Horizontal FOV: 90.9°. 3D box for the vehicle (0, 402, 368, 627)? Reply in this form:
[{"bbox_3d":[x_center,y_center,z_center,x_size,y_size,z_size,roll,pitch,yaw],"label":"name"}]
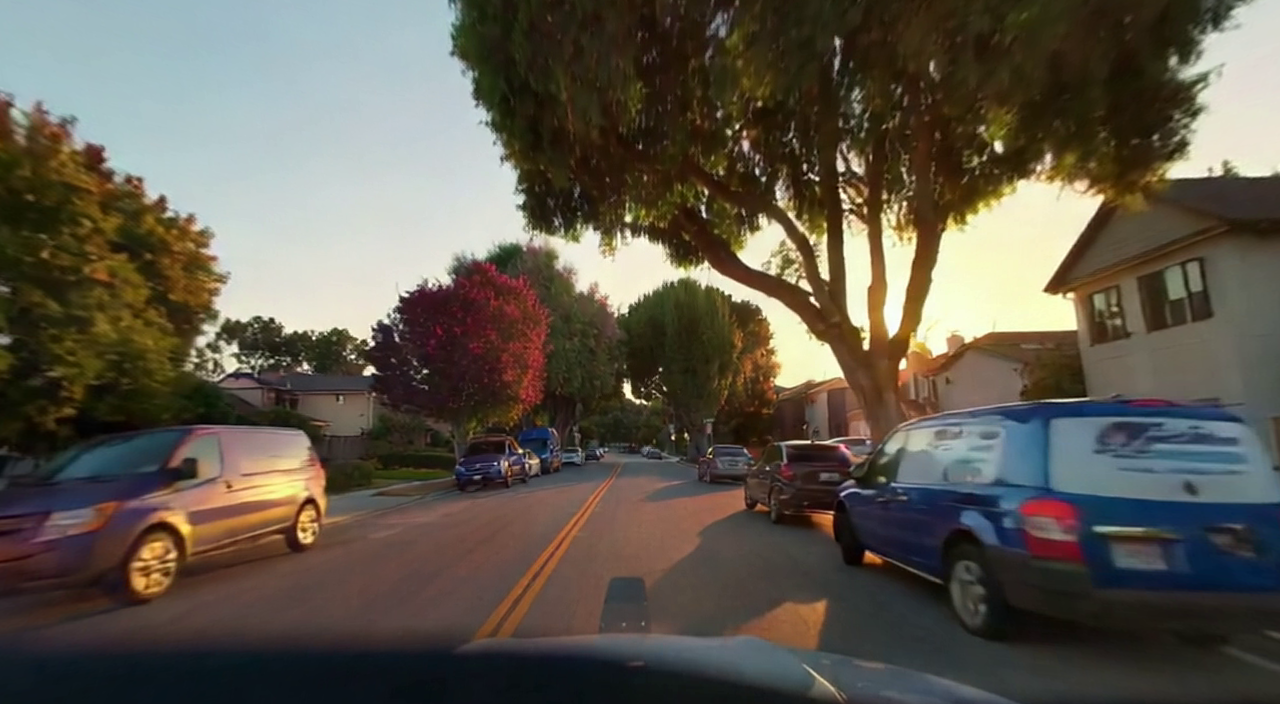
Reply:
[{"bbox_3d":[-5.388,1.661,7.549,2.163,1.818,4.697,0,-8,0],"label":"vehicle"}]

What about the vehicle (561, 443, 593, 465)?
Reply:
[{"bbox_3d":[-4.805,7.887,48.871,2.038,1.571,4.524,0,-8,-1],"label":"vehicle"}]

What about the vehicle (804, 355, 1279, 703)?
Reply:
[{"bbox_3d":[3.219,1.283,5.672,2.059,1.824,5.045,0,-8,-1],"label":"vehicle"}]

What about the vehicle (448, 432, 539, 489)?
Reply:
[{"bbox_3d":[-5.209,3.928,23.137,2.090,1.855,4.494,0,-8,2],"label":"vehicle"}]
